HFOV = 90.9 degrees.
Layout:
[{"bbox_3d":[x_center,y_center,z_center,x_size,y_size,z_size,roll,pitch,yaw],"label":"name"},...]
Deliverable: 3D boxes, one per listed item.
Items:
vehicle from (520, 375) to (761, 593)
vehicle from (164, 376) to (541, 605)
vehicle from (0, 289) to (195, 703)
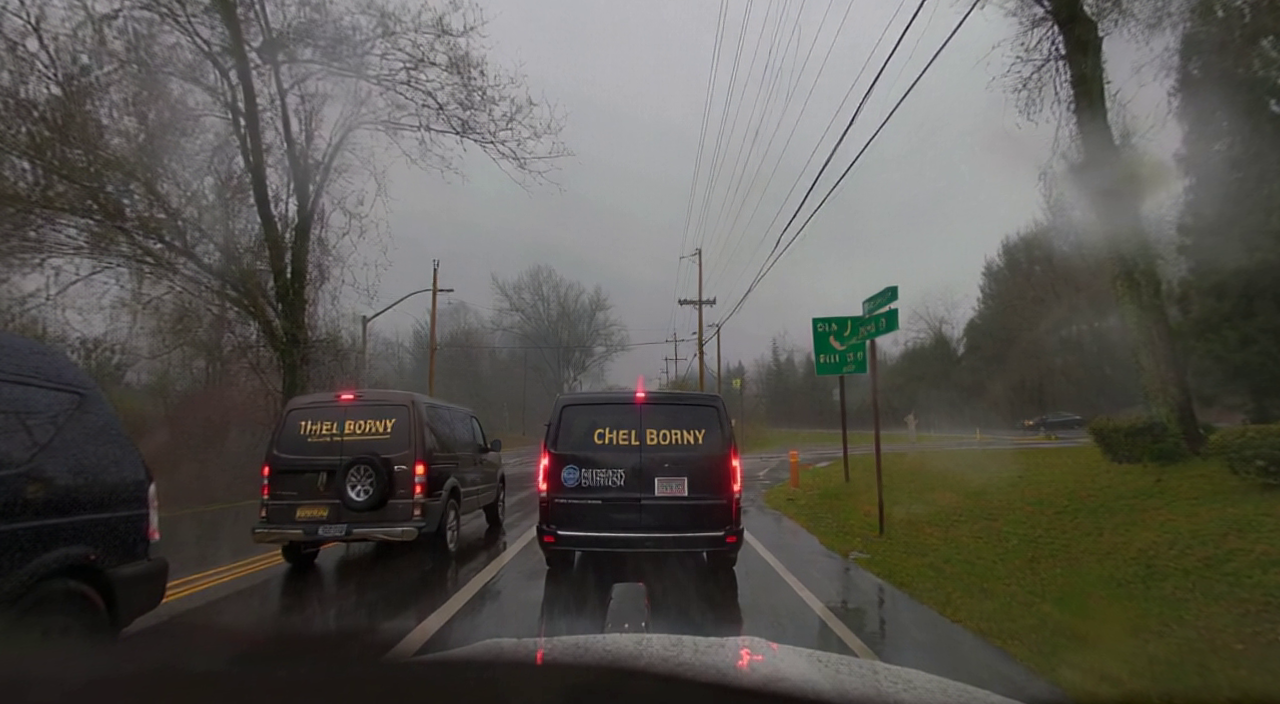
[{"bbox_3d":[0.114,1.465,7.702,2.117,1.911,4.095,-1,-8,3],"label":"vehicle"},{"bbox_3d":[-2.751,1.482,7.623,2.109,1.851,4.749,-1,-8,3],"label":"vehicle"},{"bbox_3d":[-3.134,0.458,0.256,2.160,1.796,4.997,0,-8,1],"label":"vehicle"}]
